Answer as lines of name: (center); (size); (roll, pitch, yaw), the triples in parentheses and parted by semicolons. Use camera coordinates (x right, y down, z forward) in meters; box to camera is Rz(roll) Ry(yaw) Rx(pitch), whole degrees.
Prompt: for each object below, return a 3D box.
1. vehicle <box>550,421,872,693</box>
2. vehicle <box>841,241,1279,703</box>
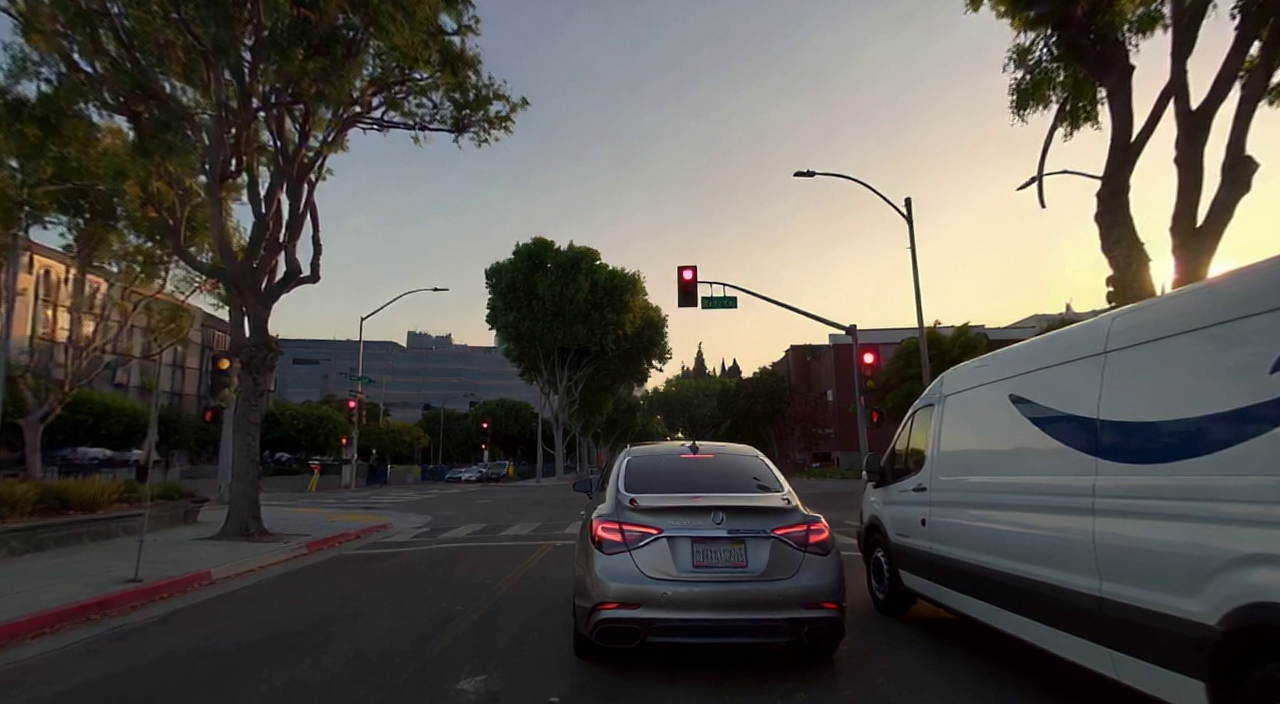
vehicle: (0.388, 1.591, 5.734); (1.961, 1.629, 3.610); (1, -10, -2)
vehicle: (2.851, 0.895, 2.929); (2.054, 1.965, 5.248); (1, -11, 0)
